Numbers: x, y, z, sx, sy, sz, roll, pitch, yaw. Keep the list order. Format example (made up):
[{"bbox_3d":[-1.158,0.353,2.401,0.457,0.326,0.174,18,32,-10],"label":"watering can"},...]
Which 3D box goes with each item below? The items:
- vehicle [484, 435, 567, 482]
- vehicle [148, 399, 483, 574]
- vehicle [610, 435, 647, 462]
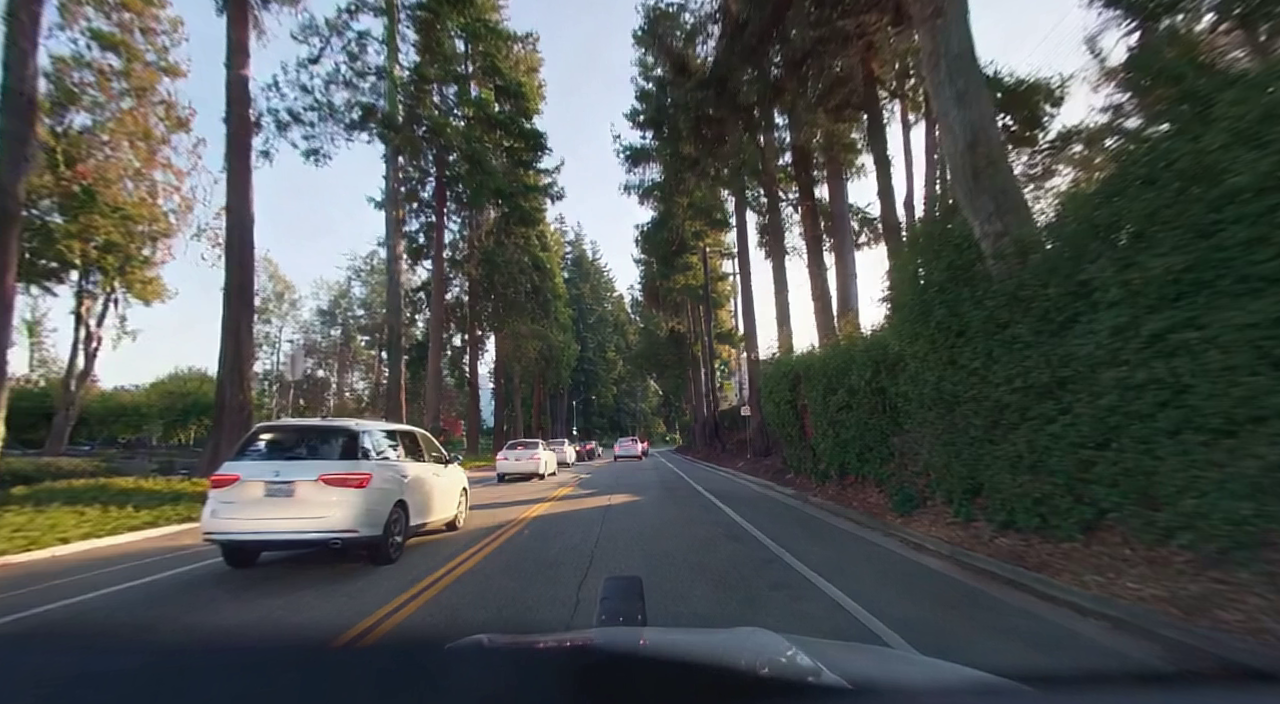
[{"bbox_3d":[-3.819,3.640,21.868,2.030,1.452,4.312,0,-8,1],"label":"vehicle"},{"bbox_3d":[-3.730,1.635,8.429,2.126,1.707,4.317,0,-8,0],"label":"vehicle"},{"bbox_3d":[-0.679,5.796,37.998,2.127,1.517,4.090,0,-8,-1],"label":"vehicle"}]
